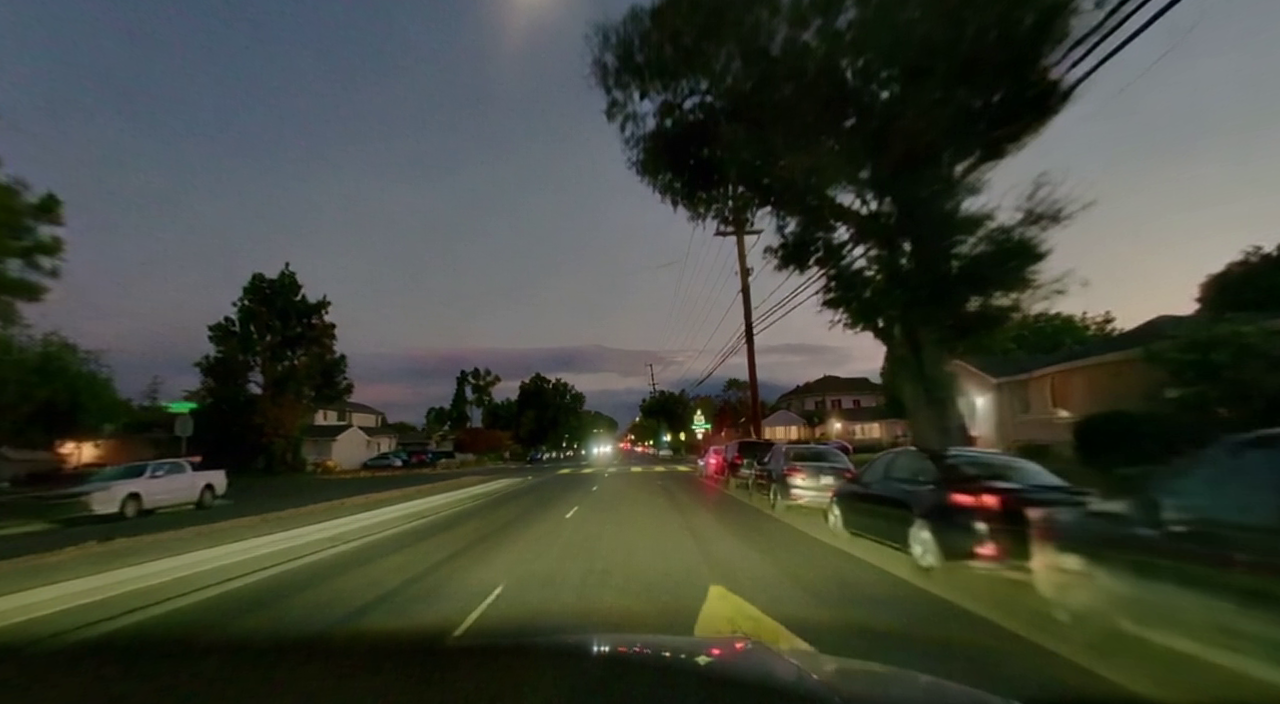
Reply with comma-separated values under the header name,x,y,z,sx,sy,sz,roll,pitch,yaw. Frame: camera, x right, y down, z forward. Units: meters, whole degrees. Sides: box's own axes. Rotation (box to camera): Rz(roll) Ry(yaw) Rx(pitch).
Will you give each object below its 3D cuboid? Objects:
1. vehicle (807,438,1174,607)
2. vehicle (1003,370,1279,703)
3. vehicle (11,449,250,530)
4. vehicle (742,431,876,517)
name,x,y,z,sx,sy,sz,roll,pitch,yaw
vehicle,3.759,1.880,8.039,1.865,1.477,4.741,0,-9,-1
vehicle,3.856,0.907,2.498,1.914,1.737,4.703,0,-9,-2
vehicle,-13.788,3.678,17.778,2.229,1.878,5.540,1,-9,-2
vehicle,3.746,2.792,14.873,1.852,1.715,4.110,0,-9,-2
